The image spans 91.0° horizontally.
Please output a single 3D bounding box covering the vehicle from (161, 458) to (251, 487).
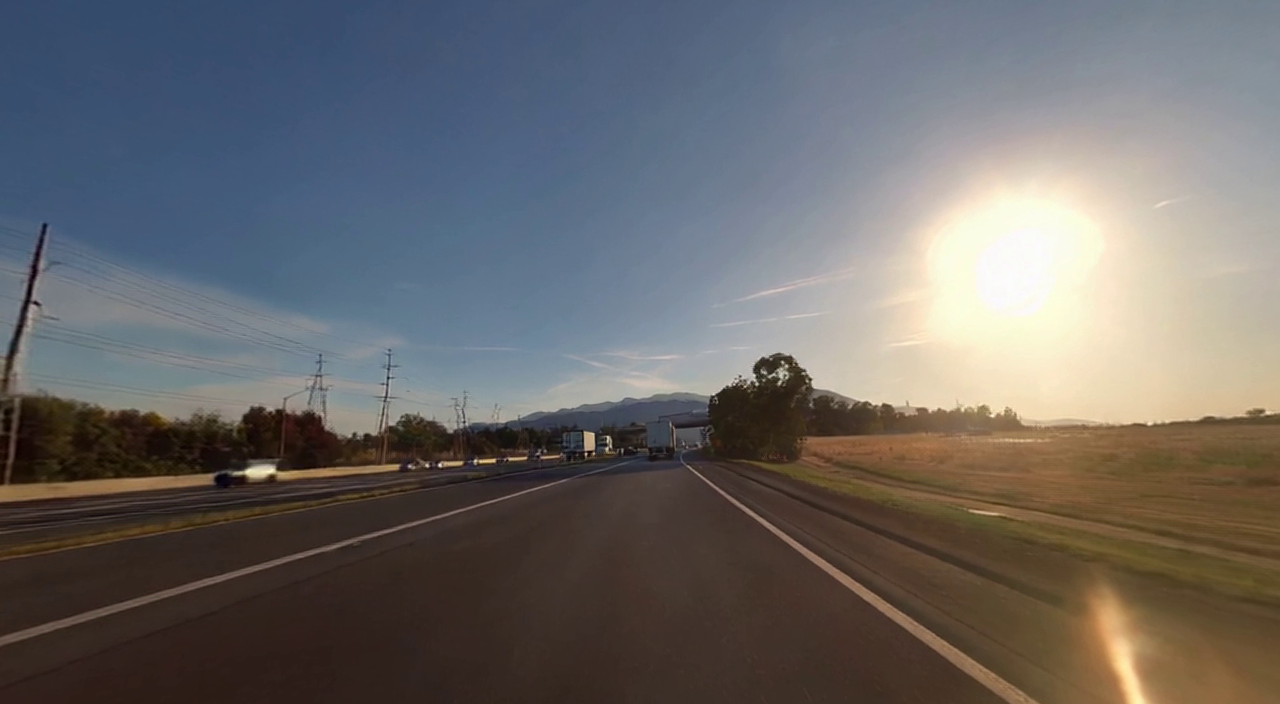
[{"bbox_3d":[-25.887,7.195,37.784,1.863,1.499,4.411,-1,-9,7],"label":"vehicle"}]
